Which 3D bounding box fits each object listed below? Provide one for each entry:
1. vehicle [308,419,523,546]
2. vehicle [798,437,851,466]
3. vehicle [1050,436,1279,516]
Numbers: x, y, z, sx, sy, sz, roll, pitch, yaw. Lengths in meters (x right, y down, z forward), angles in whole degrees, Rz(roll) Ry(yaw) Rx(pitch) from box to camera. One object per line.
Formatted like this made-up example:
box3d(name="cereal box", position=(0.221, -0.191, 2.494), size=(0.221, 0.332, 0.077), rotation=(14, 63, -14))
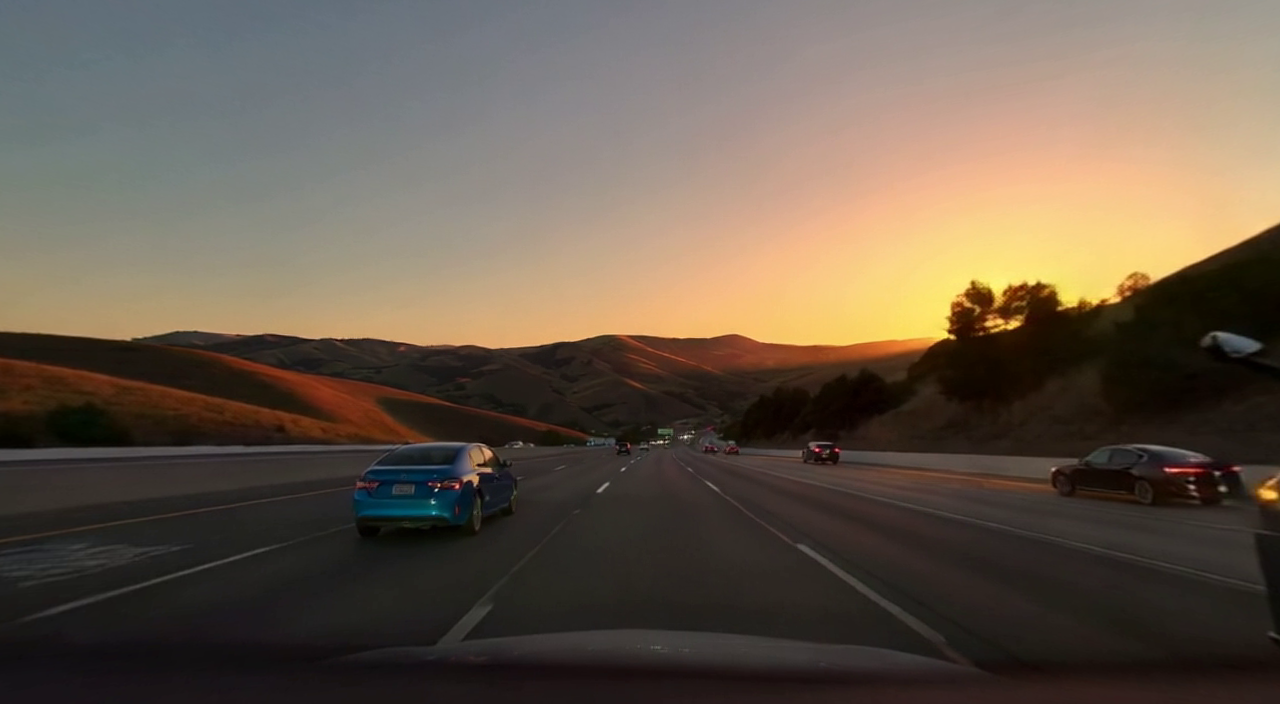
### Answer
box3d(name="vehicle", position=(-3.270, 1.977, 10.116), size=(1.967, 1.615, 3.886), rotation=(0, -8, 1))
box3d(name="vehicle", position=(11.963, 6.486, 40.984), size=(2.062, 1.736, 4.589), rotation=(0, -8, 0))
box3d(name="vehicle", position=(11.568, 2.607, 13.791), size=(1.982, 1.443, 4.635), rotation=(0, -8, 0))
